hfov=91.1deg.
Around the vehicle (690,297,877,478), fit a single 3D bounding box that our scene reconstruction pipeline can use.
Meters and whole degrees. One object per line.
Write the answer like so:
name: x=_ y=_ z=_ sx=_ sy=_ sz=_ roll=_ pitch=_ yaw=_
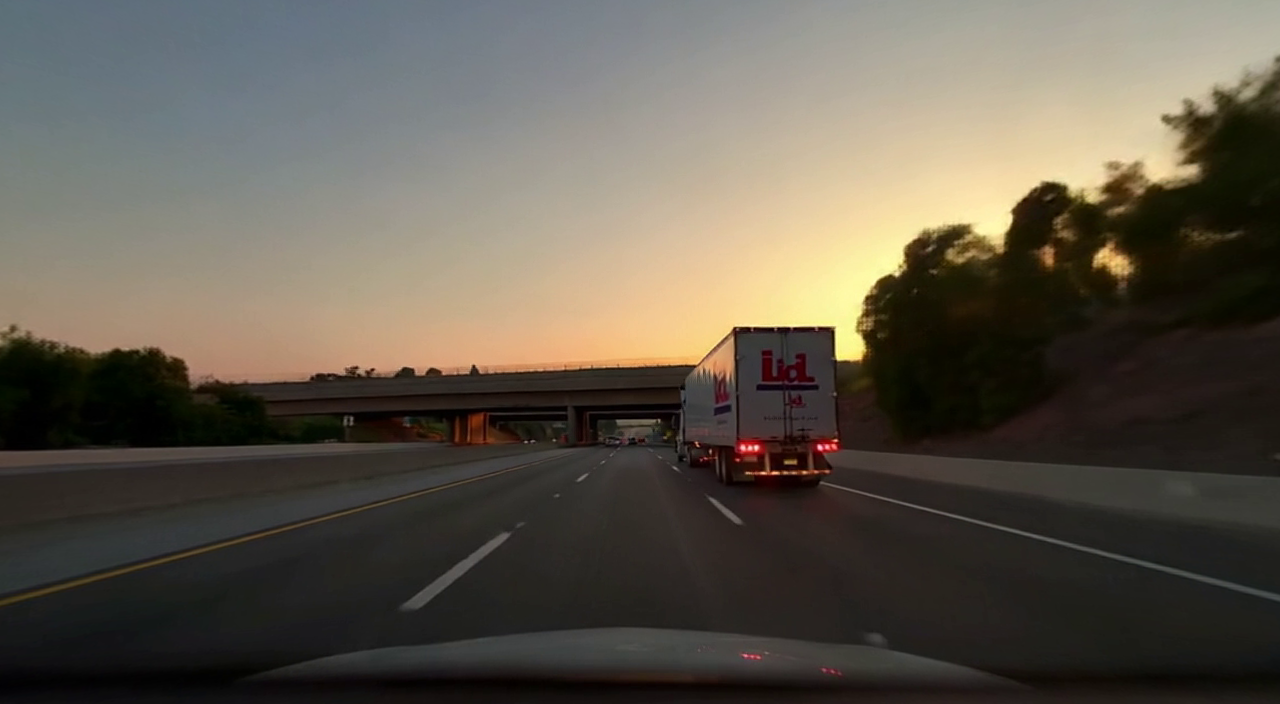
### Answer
vehicle: x=3.859 y=1.777 z=21.854 sx=3.034 sy=4.194 sz=14.704 roll=0 pitch=-8 yaw=0
